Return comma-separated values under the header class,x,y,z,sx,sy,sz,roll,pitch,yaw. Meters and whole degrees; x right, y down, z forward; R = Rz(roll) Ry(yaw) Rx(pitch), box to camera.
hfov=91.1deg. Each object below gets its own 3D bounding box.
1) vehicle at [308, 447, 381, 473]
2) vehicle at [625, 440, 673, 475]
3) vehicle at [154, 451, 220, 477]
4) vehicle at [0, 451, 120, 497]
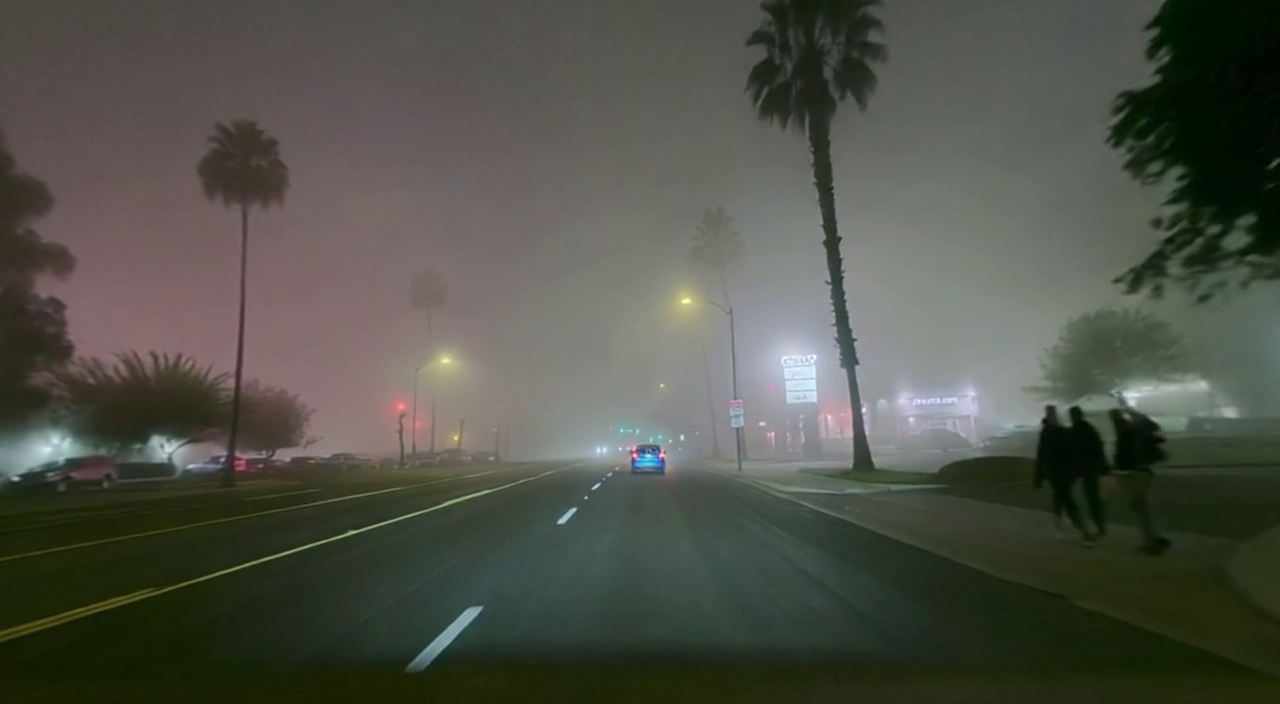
class,x,y,z,sx,sy,sz,roll,pitch,yaw
vehicle,-22.869,8.320,48.688,4.672,1.665,1.957,-3,-7,-2
vehicle,0.388,4.995,29.830,2.144,1.514,4.063,0,-9,-1
vehicle,-35.250,8.684,48.845,4.727,1.857,2.136,-5,-10,28
vehicle,-28.607,5.911,30.784,2.047,1.814,4.831,-4,-7,0
